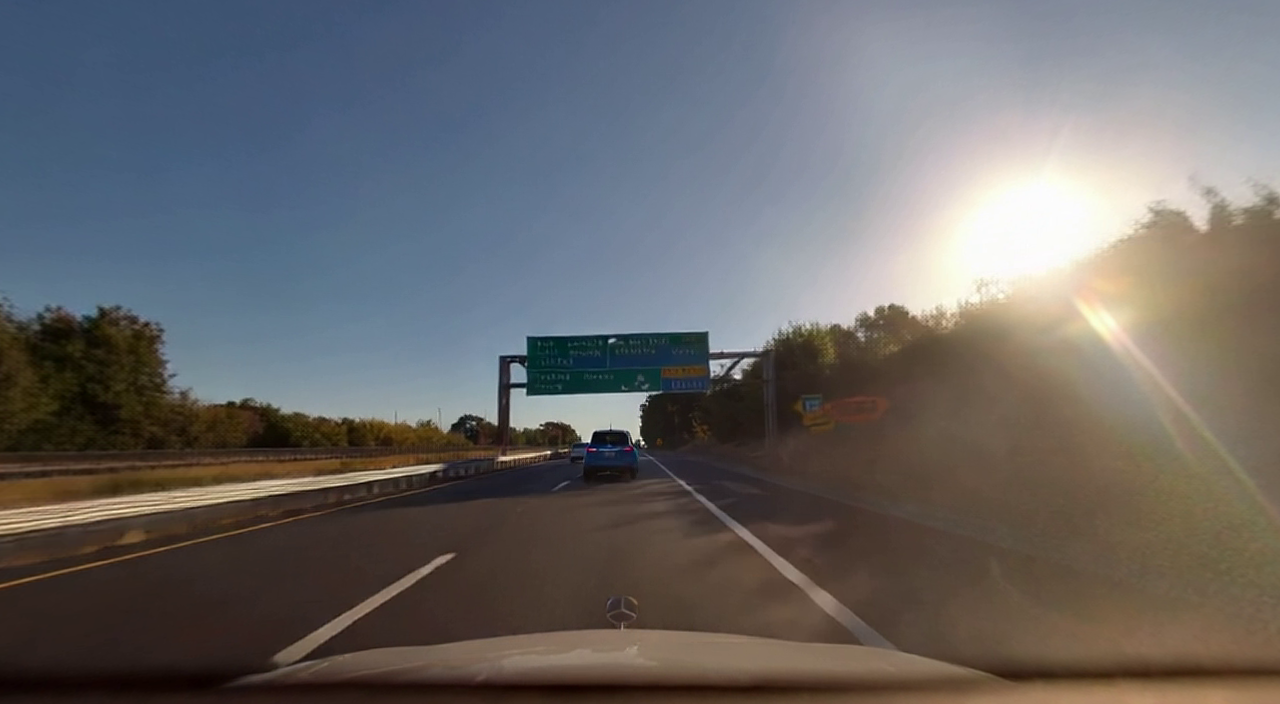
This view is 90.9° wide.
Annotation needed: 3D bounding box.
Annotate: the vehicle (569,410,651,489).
[{"bbox_3d":[-0.885,3.039,19.870,2.248,2.154,4.892,0,-8,-1],"label":"vehicle"}]
